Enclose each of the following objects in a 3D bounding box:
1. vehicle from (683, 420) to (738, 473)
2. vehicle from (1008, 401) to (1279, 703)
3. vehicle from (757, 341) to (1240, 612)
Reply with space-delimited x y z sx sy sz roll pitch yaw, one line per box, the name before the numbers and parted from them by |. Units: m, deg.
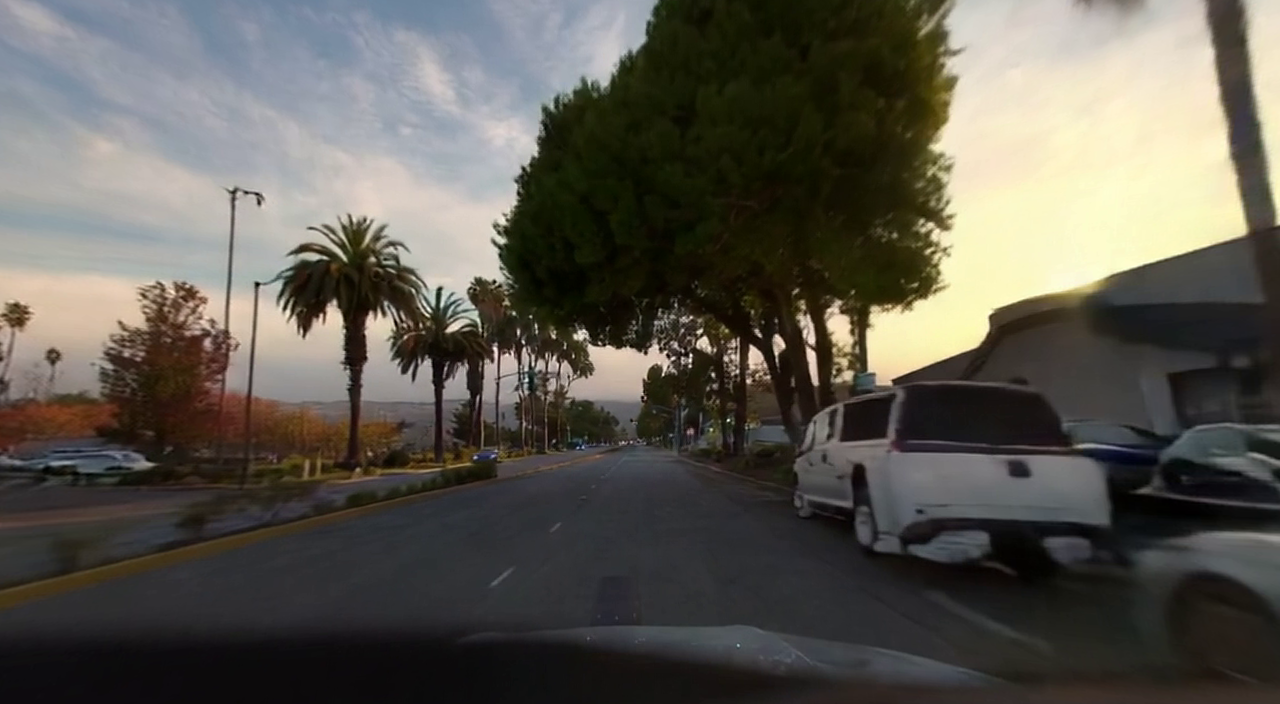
vehicle | 3.634 5.051 33.680 2.221 2.552 5.594 0 -9 -1
vehicle | 3.377 0.809 1.575 1.908 1.480 4.712 0 -9 -3
vehicle | 3.390 1.432 8.149 2.557 2.128 6.242 0 -9 0
